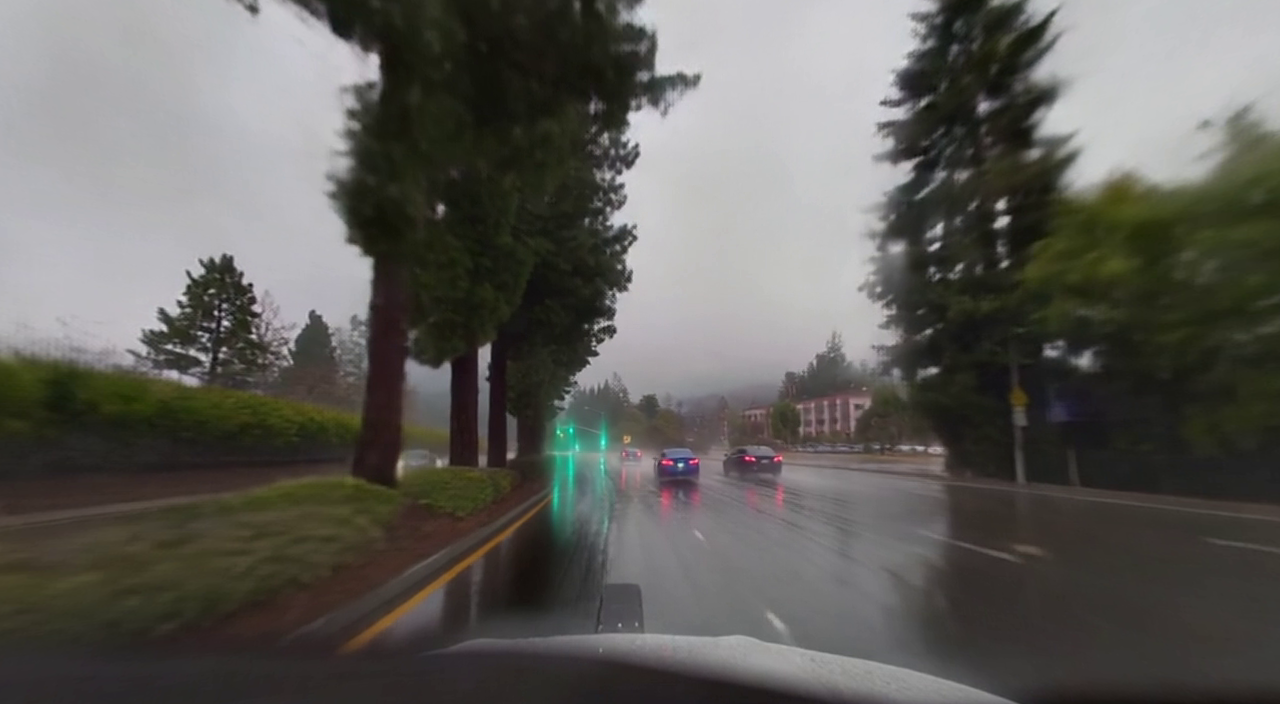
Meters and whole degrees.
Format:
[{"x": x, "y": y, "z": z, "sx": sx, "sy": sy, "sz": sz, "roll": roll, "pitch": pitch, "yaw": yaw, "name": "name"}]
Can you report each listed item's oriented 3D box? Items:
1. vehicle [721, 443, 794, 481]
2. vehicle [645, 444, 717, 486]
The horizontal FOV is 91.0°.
[{"x": 4.909, "y": 4.673, "z": 27.031, "sx": 1.901, "sy": 1.474, "sz": 4.363, "roll": 1, "pitch": -9, "yaw": -6, "name": "vehicle"}, {"x": 1.463, "y": 4.316, "z": 24.336, "sx": 2.077, "sy": 1.464, "sz": 4.134, "roll": 1, "pitch": -9, "yaw": -6, "name": "vehicle"}]
